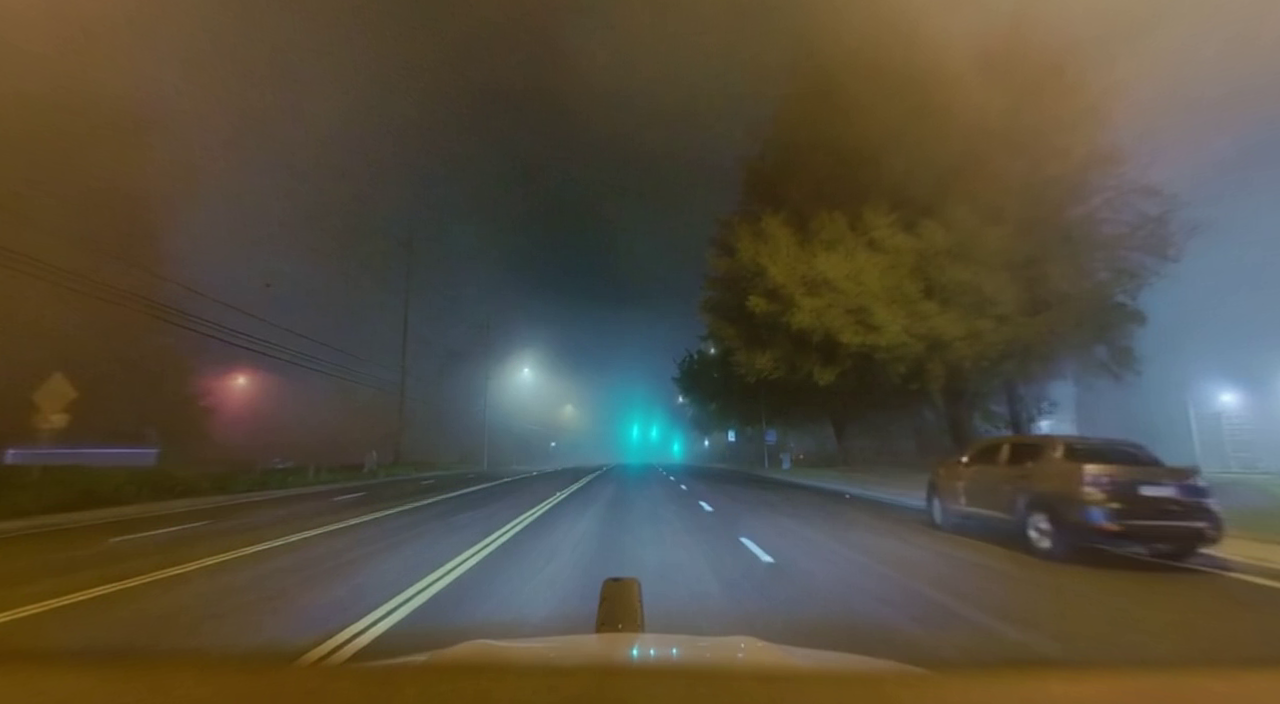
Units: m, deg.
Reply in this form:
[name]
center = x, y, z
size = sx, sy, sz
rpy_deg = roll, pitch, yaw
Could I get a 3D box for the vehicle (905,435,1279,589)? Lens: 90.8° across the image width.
[vehicle]
center = 6.018, 2.070, 9.081
size = 2.282, 1.566, 4.705
rpy_deg = -1, -9, -1
